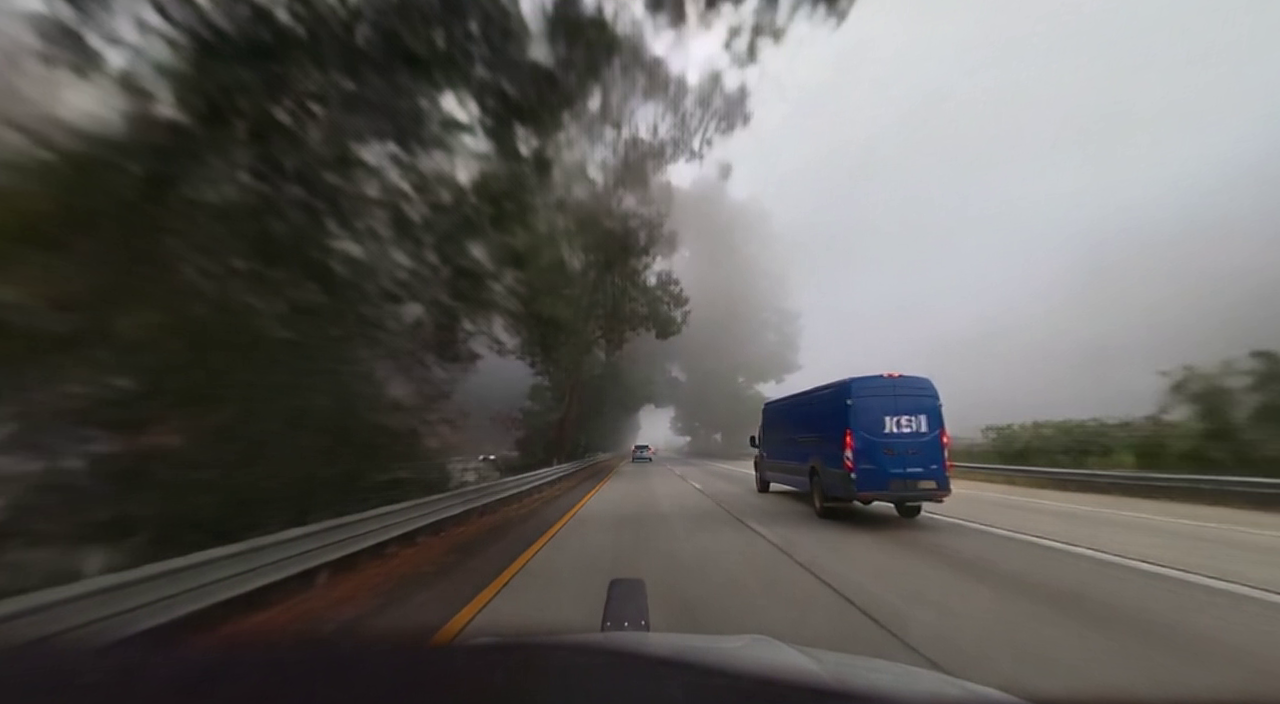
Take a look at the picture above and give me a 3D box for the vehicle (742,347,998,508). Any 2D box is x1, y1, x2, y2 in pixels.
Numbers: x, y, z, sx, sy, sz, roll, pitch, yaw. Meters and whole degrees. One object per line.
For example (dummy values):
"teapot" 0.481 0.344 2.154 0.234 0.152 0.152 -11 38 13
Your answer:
"vehicle" 7.308 3.218 24.861 3.479 4.156 17.231 0 -9 -1

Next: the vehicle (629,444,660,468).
"vehicle" 0.338 7.444 45.125 2.121 1.590 4.434 0 -8 0

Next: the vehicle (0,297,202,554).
"vehicle" -11.840 1.019 8.890 3.742 3.954 10.224 0 -8 1
